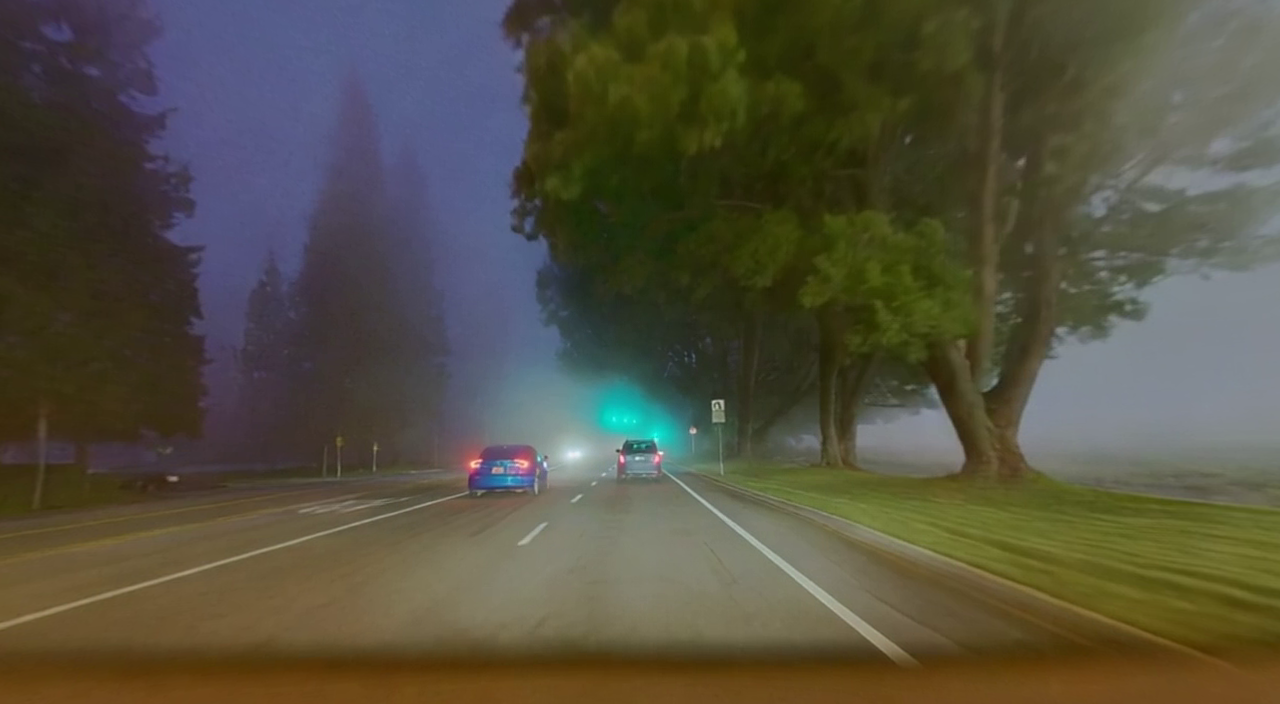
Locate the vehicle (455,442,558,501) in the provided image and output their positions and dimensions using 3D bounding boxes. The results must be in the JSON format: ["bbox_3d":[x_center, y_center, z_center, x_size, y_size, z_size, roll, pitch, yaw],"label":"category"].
[{"bbox_3d":[-3.630,3.302,17.893,2.036,1.447,4.044,0,-8,0],"label":"vehicle"}]

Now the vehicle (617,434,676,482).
[{"bbox_3d":[0.181,4.306,25.871,2.215,1.799,4.426,0,-8,-1],"label":"vehicle"}]

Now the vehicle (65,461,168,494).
[{"bbox_3d":[-28.059,6.713,33.938,1.826,1.464,4.533,0,-8,-3],"label":"vehicle"}]
